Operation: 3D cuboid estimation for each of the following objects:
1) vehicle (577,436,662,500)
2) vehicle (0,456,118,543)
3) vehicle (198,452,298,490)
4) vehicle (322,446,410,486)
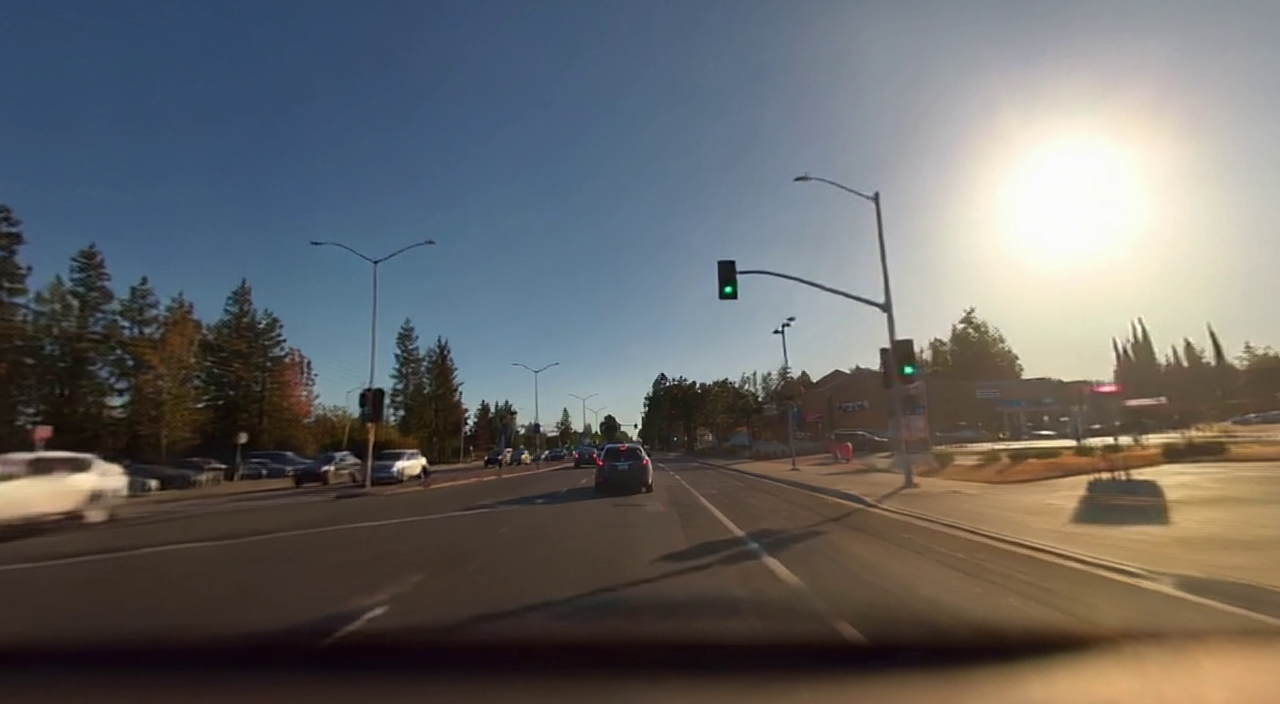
[{"bbox_3d":[-0.501,3.140,17.492,2.062,1.519,4.214,0,-9,0],"label":"vehicle"},{"bbox_3d":[-12.824,2.795,11.940,1.989,1.539,4.413,0,-9,1],"label":"vehicle"},{"bbox_3d":[-19.780,6.013,32.073,1.979,1.710,4.652,0,-9,1],"label":"vehicle"},{"bbox_3d":[-12.326,5.143,28.695,1.994,1.647,4.331,0,-9,1],"label":"vehicle"}]
